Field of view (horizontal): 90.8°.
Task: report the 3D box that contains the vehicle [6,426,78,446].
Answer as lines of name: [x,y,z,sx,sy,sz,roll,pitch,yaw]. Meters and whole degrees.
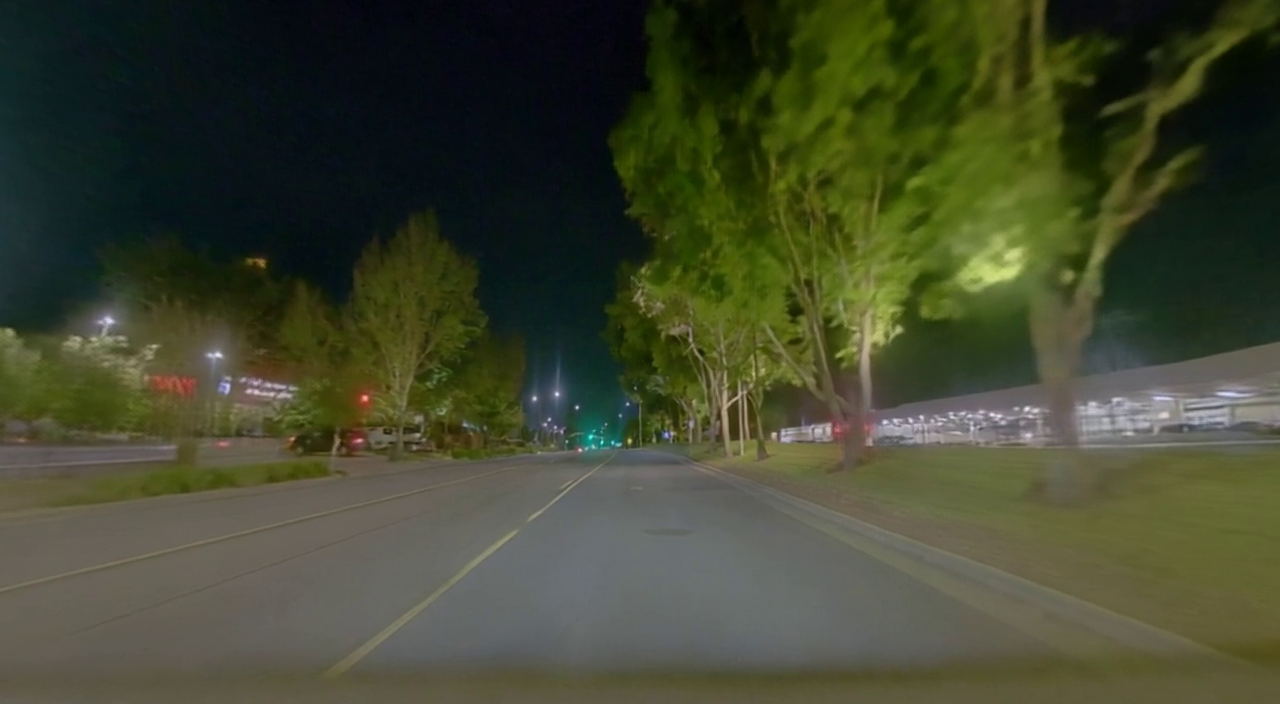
vehicle: [-44.697,6.284,47.314,1.724,1.442,4.416,2,-8,-11]

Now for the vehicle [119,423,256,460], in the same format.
vehicle: [-18.507,3.691,25.957,4.238,1.459,1.753,0,-9,1]

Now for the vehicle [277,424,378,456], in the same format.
vehicle: [-19.439,5.501,39.459,5.109,1.891,2.206,0,-8,-1]
